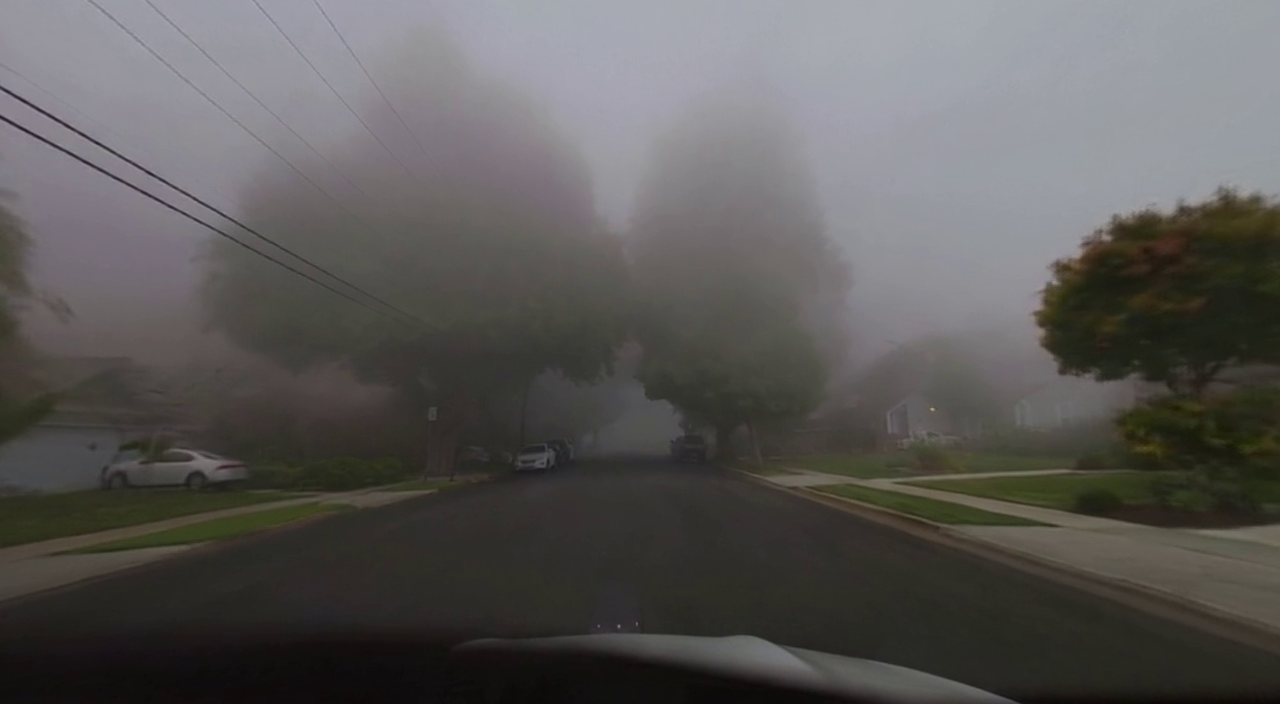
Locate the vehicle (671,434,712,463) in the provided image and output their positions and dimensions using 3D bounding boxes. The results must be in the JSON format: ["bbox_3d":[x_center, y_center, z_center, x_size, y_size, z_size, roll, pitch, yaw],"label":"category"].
[{"bbox_3d":[3.593,6.879,45.197,2.407,1.948,6.408,0,-8,0],"label":"vehicle"}]

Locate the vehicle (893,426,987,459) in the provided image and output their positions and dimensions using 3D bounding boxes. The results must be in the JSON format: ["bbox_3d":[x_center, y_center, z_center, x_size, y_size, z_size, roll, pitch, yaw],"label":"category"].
[{"bbox_3d":[17.180,5.211,36.381,4.268,1.788,2.156,-1,-9,1],"label":"vehicle"}]

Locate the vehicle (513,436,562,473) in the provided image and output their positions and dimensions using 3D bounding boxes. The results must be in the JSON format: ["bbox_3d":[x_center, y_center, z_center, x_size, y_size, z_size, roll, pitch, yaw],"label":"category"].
[{"bbox_3d":[-5.992,6.005,37.478,2.050,1.911,4.852,-3,-7,0],"label":"vehicle"}]

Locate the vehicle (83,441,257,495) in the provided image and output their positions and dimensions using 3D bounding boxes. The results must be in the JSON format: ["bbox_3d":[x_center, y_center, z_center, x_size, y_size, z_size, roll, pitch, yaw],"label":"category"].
[{"bbox_3d":[-16.177,4.010,21.966,4.402,1.741,1.951,0,-9,-2],"label":"vehicle"}]
